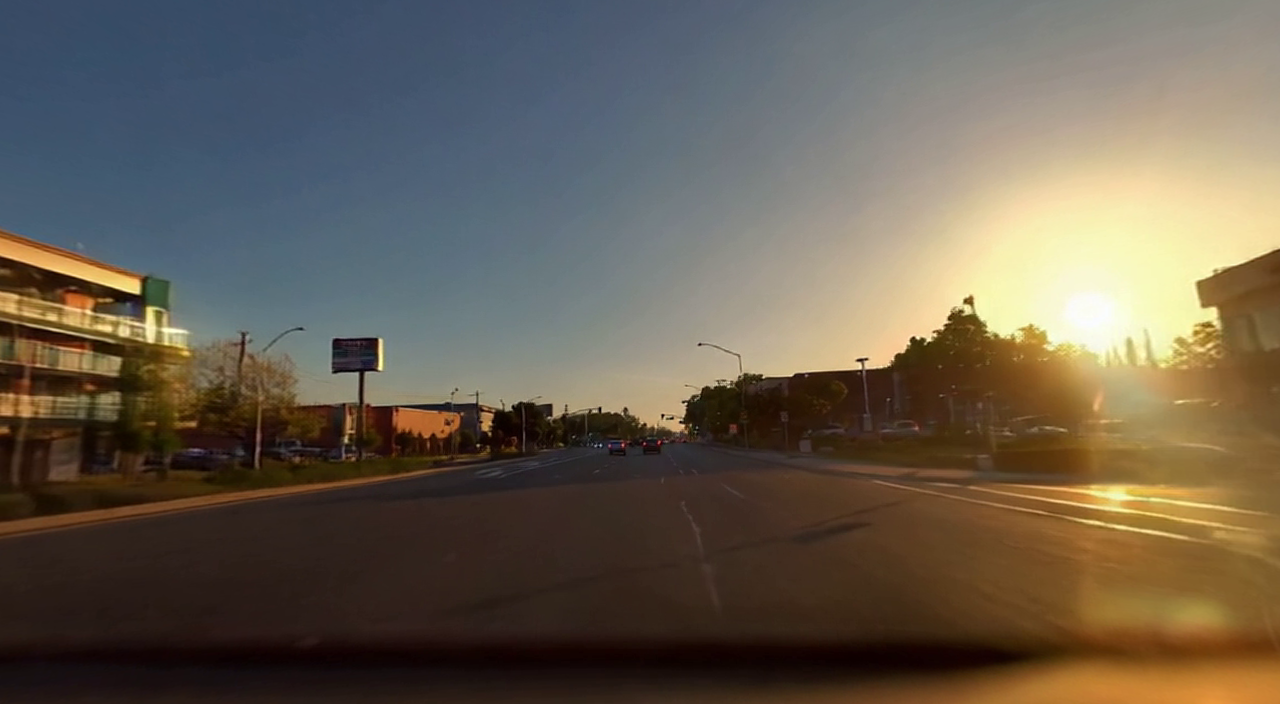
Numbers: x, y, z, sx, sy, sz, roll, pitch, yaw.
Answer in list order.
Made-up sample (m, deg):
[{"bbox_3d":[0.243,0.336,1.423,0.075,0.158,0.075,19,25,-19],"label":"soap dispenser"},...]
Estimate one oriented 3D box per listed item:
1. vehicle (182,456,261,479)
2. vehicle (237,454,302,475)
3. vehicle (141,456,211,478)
[{"bbox_3d":[-29.094,8.035,44.145,1.920,1.442,4.998,-1,-9,2],"label":"vehicle"},{"bbox_3d":[-28.998,8.794,49.668,1.960,1.478,4.949,-1,-9,3],"label":"vehicle"},{"bbox_3d":[-31.640,7.860,43.229,1.815,1.401,3.775,-1,-10,2],"label":"vehicle"}]
